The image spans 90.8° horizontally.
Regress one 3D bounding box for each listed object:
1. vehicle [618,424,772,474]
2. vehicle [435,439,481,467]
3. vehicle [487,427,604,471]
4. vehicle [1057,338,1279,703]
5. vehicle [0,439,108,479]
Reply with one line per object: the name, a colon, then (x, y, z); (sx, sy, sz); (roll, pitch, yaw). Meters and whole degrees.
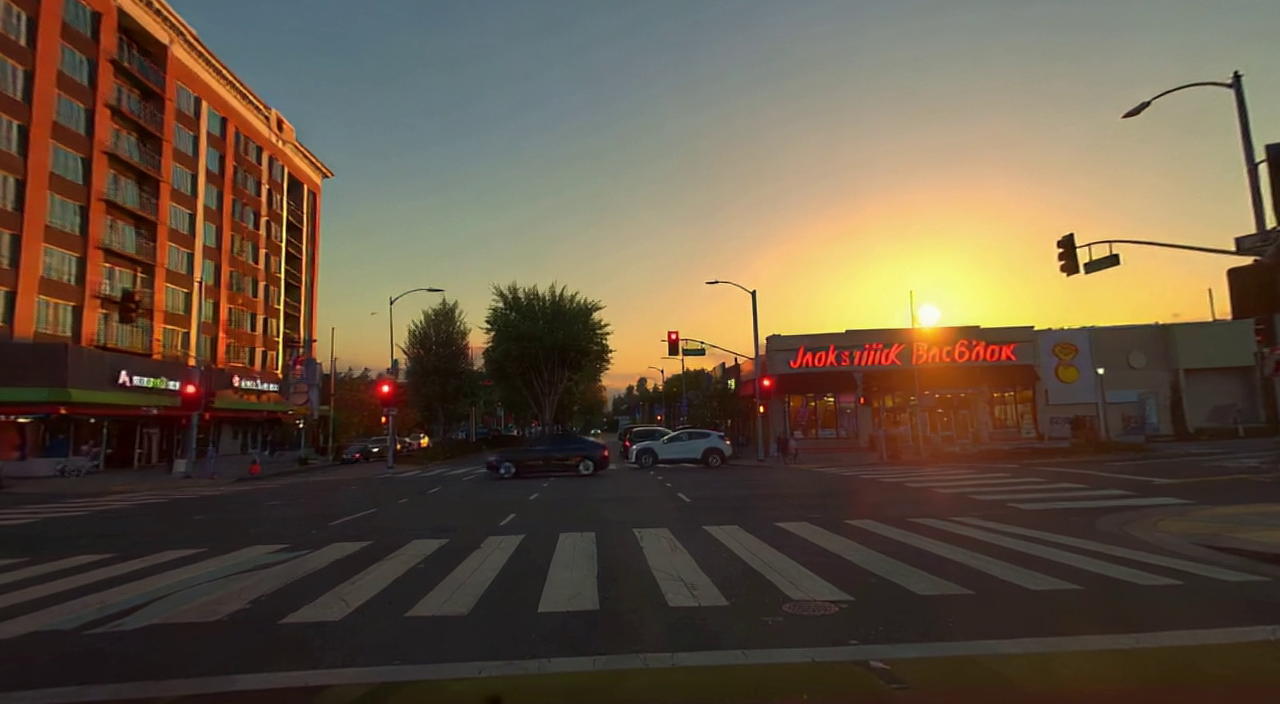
vehicle: (1.690, 3.107, 20.379); (4.612, 1.521, 1.811); (1, -9, -10)
vehicle: (-10.937, 6.091, 38.266); (1.885, 1.545, 4.124); (0, -8, -5)
vehicle: (-3.775, 3.895, 25.559); (4.513, 1.682, 1.810); (1, -9, -7)
vehicle: (3.024, 0.612, 0.872); (1.866, 1.654, 4.354); (0, -8, 0)
vehicle: (-31.528, 5.614, 33.551); (2.205, 1.903, 5.877); (1, -9, -10)
